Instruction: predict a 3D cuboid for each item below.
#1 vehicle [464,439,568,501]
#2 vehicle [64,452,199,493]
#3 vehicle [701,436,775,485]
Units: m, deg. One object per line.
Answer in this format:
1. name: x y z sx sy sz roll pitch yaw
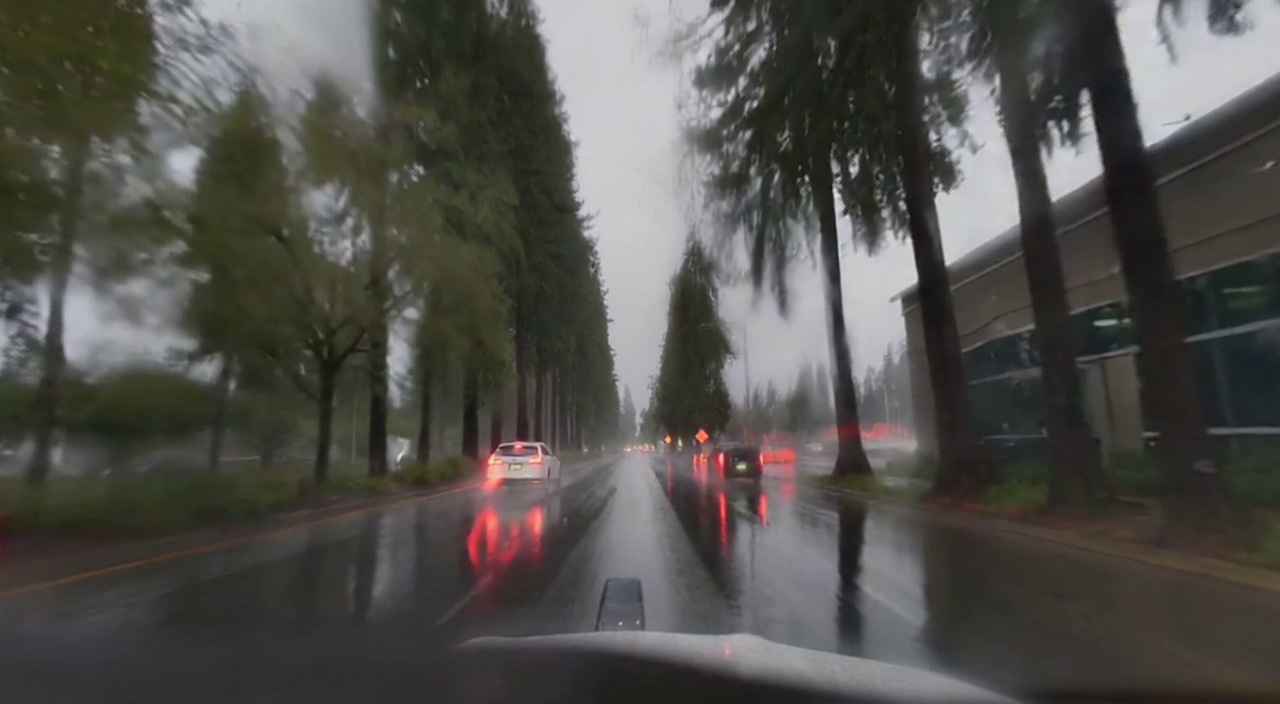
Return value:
1. vehicle: -3.225 3.184 17.323 2.020 1.474 4.098 0 -9 0
2. vehicle: -21.956 5.171 27.602 1.996 1.605 4.671 0 -9 0
3. vehicle: 3.875 4.405 25.903 2.159 1.793 4.735 0 -9 -1
